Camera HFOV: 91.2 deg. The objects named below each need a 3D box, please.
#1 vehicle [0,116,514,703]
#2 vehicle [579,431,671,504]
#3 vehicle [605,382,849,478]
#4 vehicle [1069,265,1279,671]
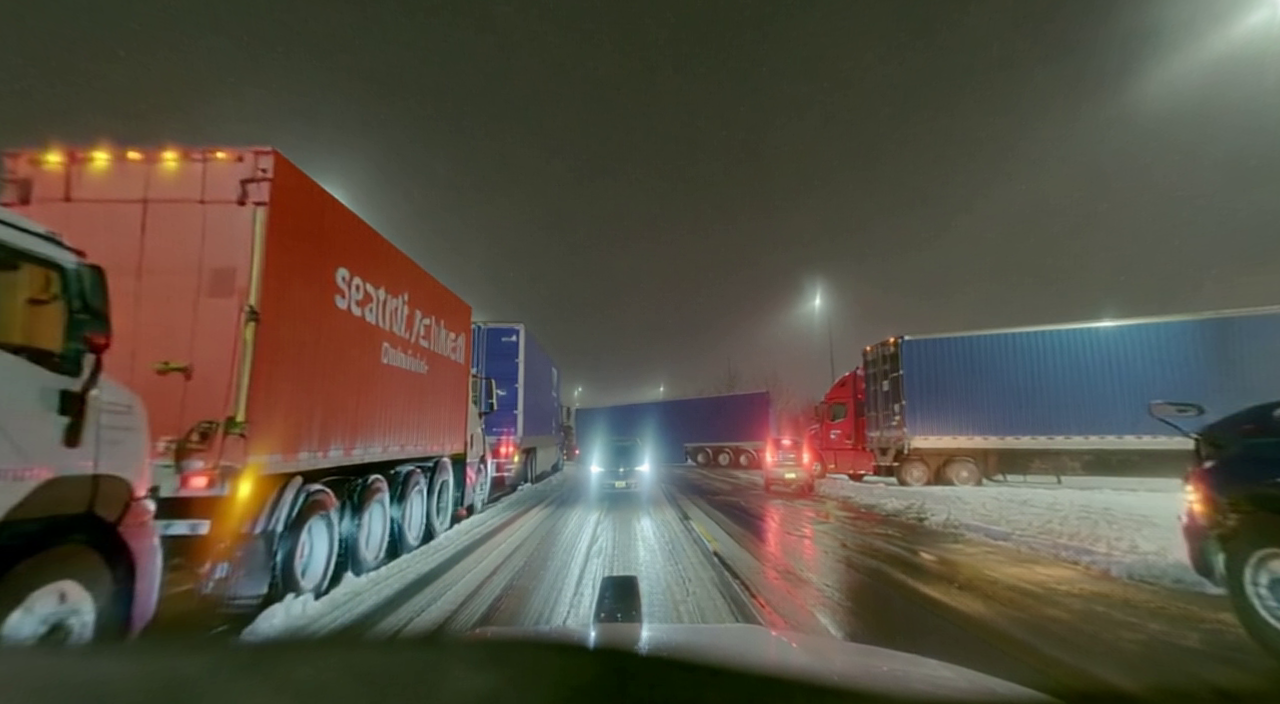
[{"bbox_3d":[-3.996,0.978,8.242,2.986,3.391,9.523,0,-9,-2],"label":"vehicle"},{"bbox_3d":[-0.383,3.019,16.734,2.140,1.682,3.971,0,-9,-1],"label":"vehicle"},{"bbox_3d":[3.675,4.140,33.353,2.877,4.124,14.516,3,-8,-40],"label":"vehicle"},{"bbox_3d":[5.211,0.463,2.312,2.570,2.439,6.392,0,-9,-1],"label":"vehicle"}]
